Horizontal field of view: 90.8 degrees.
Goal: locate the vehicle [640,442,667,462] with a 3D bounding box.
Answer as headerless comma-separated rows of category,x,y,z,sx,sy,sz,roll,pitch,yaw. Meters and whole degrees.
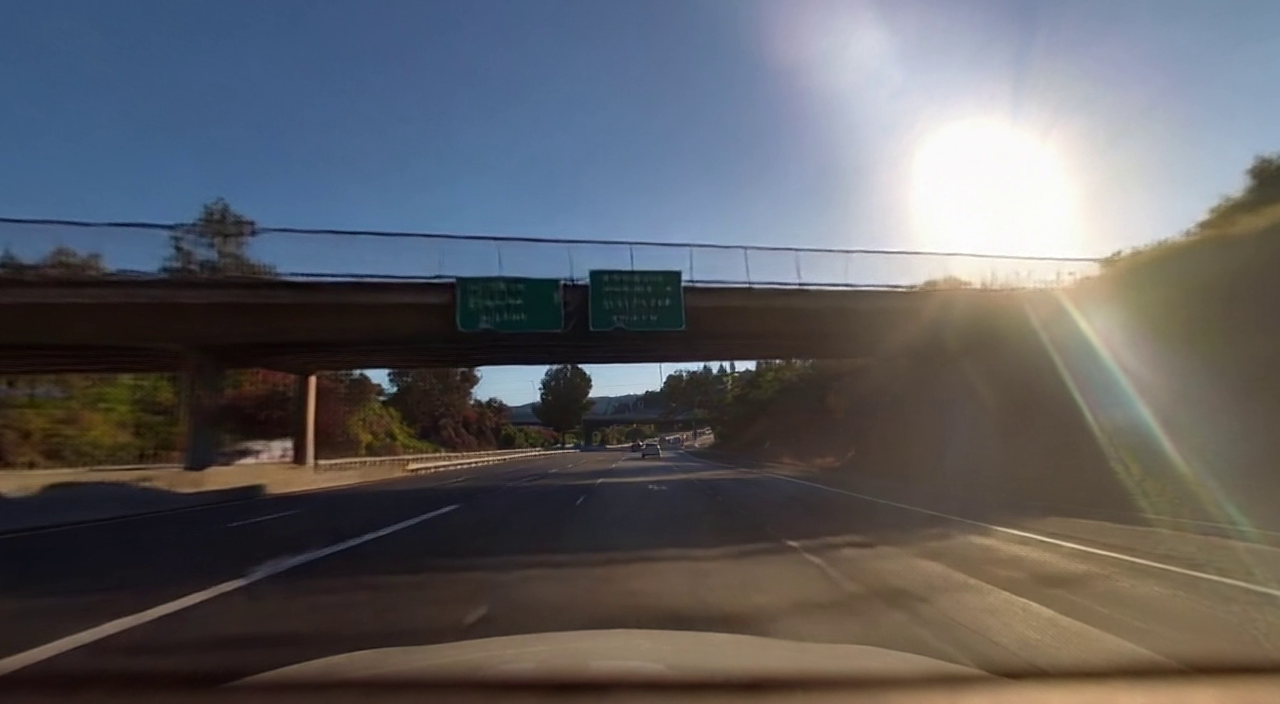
vehicle,1.015,7.747,49.075,1.970,1.477,4.158,0,-8,0

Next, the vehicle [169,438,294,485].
vehicle,-15.052,4.020,23.561,1.806,1.563,3.887,-1,-8,6
